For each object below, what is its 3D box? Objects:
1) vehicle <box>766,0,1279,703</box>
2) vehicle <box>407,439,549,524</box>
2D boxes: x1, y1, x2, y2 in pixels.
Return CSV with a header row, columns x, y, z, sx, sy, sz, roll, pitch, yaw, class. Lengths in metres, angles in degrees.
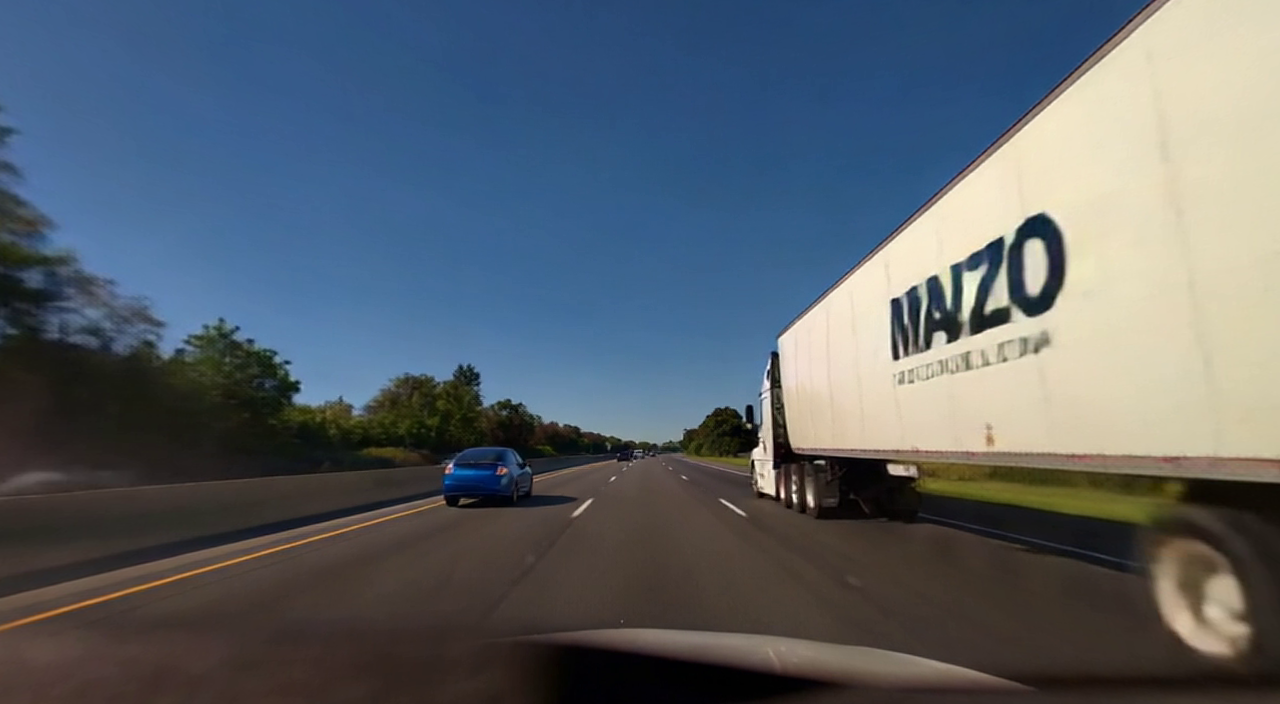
x,y,z,sx,sy,sz,roll,pitch,yaw,class
4.442,0.550,7.653,2.832,4.034,13.924,0,-9,-1,vehicle
-3.296,2.725,13.815,1.945,1.537,4.294,0,-9,1,vehicle
